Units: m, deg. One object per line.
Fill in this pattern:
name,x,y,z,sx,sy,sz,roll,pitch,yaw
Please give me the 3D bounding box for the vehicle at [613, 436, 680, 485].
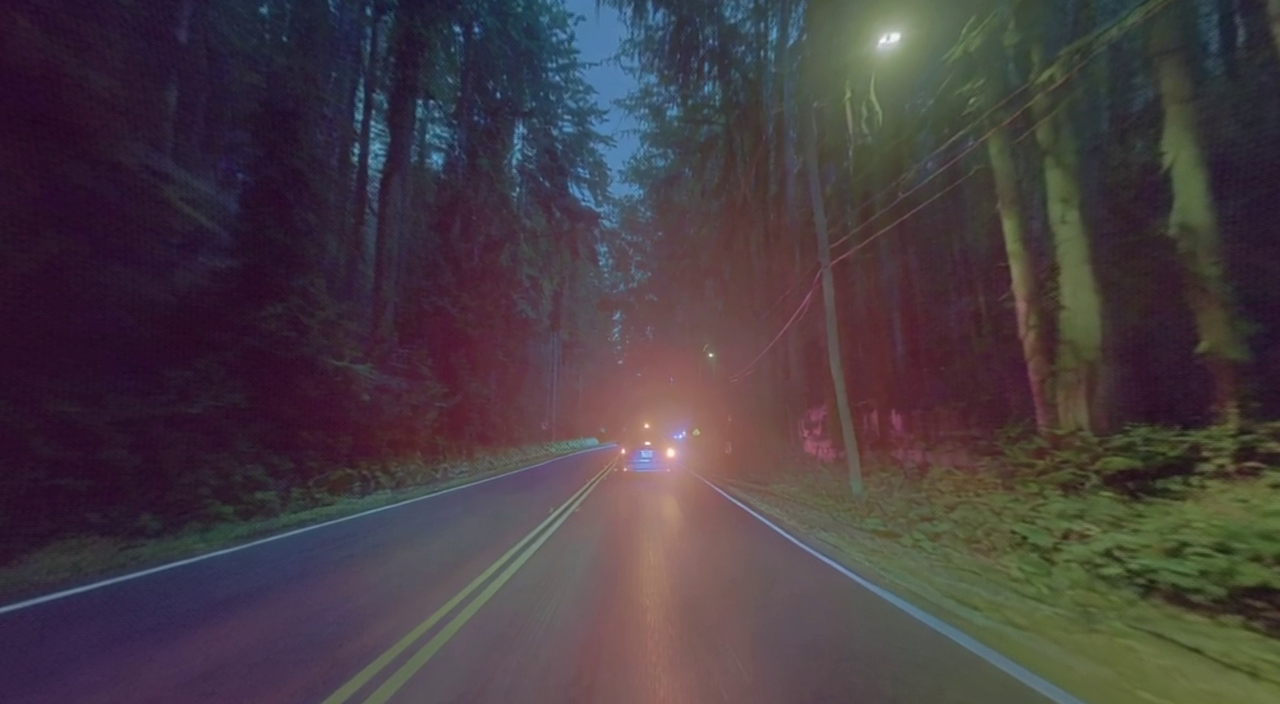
vehicle,0.189,3.672,21.627,2.081,1.503,3.726,0,-8,-1
